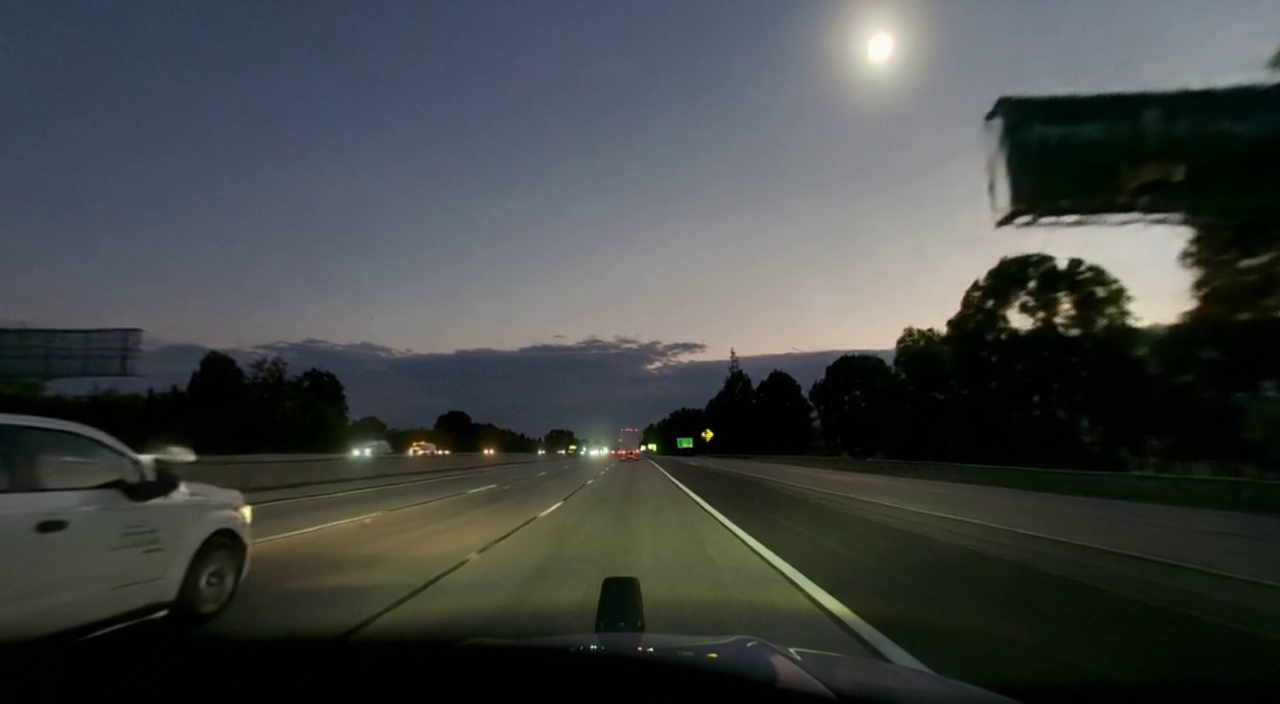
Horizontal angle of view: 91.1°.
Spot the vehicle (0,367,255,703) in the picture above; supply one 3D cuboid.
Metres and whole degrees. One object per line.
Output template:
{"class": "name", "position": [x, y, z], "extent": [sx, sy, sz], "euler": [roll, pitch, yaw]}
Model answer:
{"class": "vehicle", "position": [-4.203, 0.842, 2.288], "extent": [2.316, 1.731, 5.126], "euler": [0, -8, 0]}
